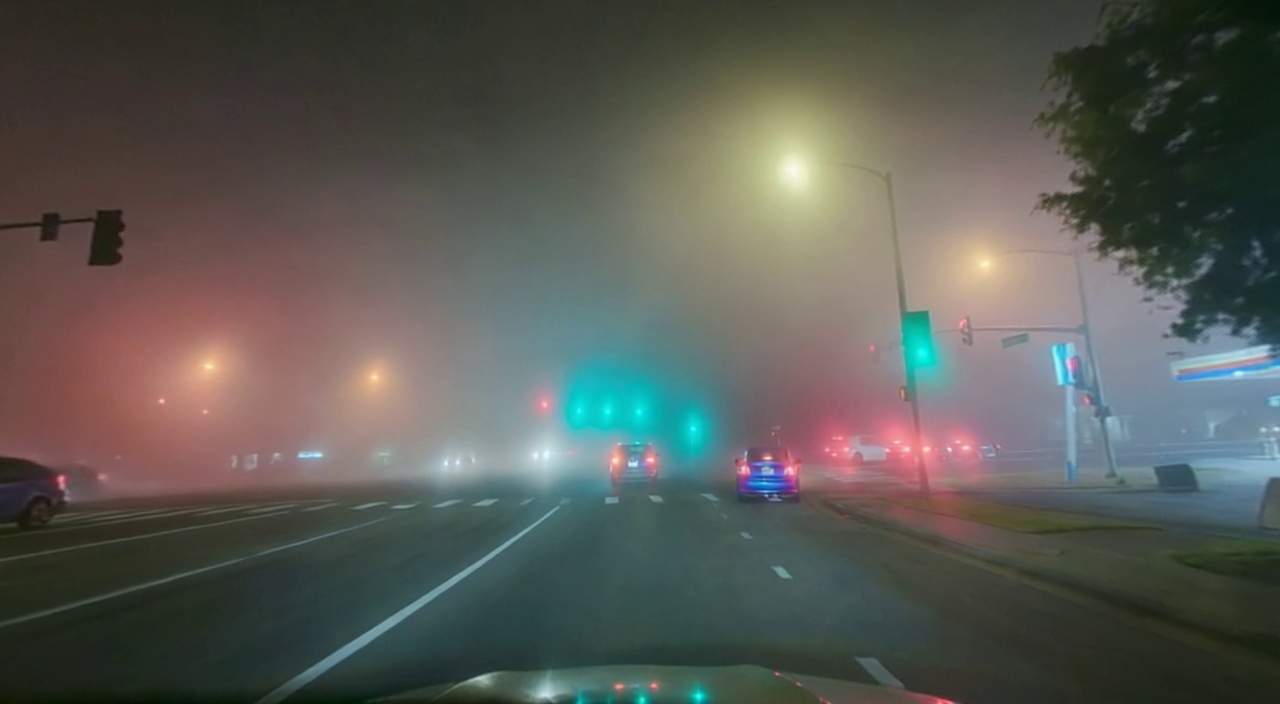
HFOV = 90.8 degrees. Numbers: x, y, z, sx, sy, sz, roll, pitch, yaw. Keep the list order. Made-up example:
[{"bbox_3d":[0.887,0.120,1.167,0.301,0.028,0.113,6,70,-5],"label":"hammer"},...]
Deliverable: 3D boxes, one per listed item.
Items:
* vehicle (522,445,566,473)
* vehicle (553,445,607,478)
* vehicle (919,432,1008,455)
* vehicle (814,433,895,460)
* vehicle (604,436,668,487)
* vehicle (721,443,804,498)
[{"bbox_3d":[-6.129,6.882,40.783,2.018,1.692,4.226,-1,-8,2],"label":"vehicle"},{"bbox_3d":[-2.855,5.333,30.998,2.003,1.492,4.291,-1,-8,3],"label":"vehicle"},{"bbox_3d":[20.726,5.875,40.602,4.700,1.417,1.789,0,-8,2],"label":"vehicle"},{"bbox_3d":[13.845,6.109,40.883,4.524,1.681,1.823,0,-8,-1],"label":"vehicle"},{"bbox_3d":[-0.083,4.111,24.060,2.210,1.722,4.215,0,-8,2],"label":"vehicle"},{"bbox_3d":[3.882,3.540,19.437,1.976,1.462,4.342,-3,-9,18],"label":"vehicle"}]
